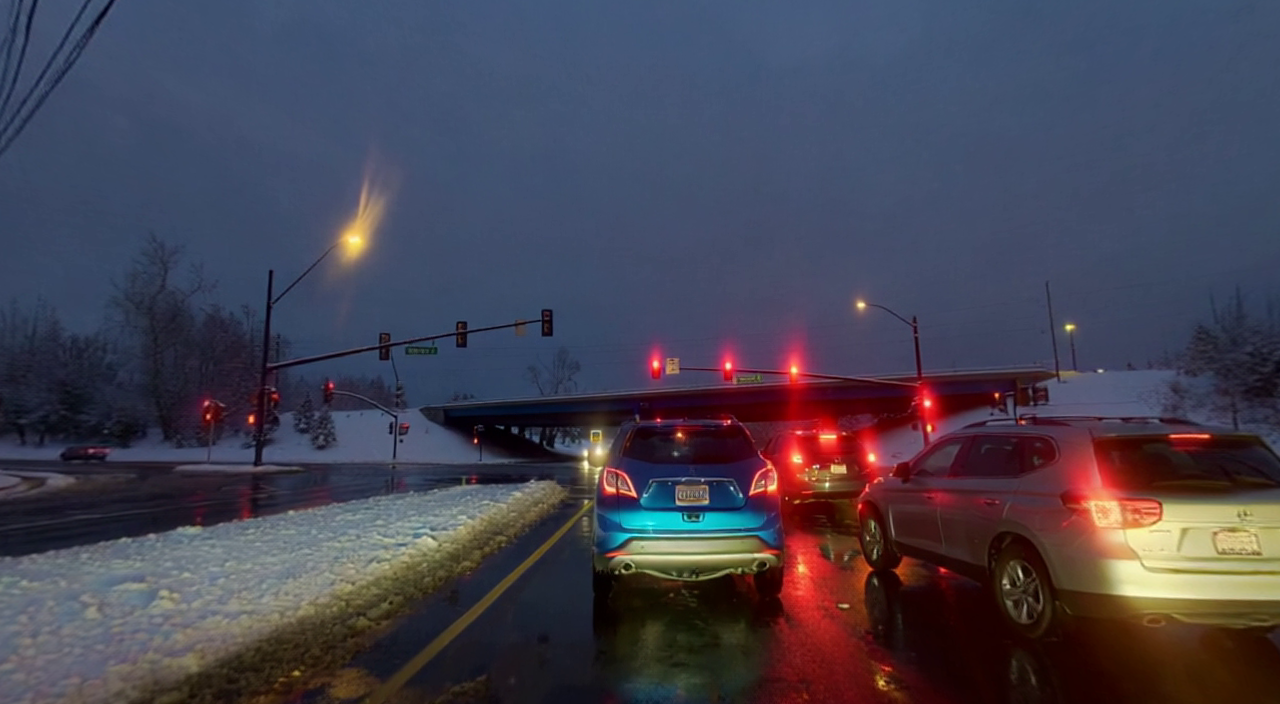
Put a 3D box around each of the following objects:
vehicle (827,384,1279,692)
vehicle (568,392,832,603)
[{"bbox_3d":[3.411,1.341,5.785,1.990,1.649,4.625,0,-8,0],"label":"vehicle"},{"bbox_3d":[0.455,1.557,7.616,2.240,1.778,4.335,0,-8,-1],"label":"vehicle"}]
